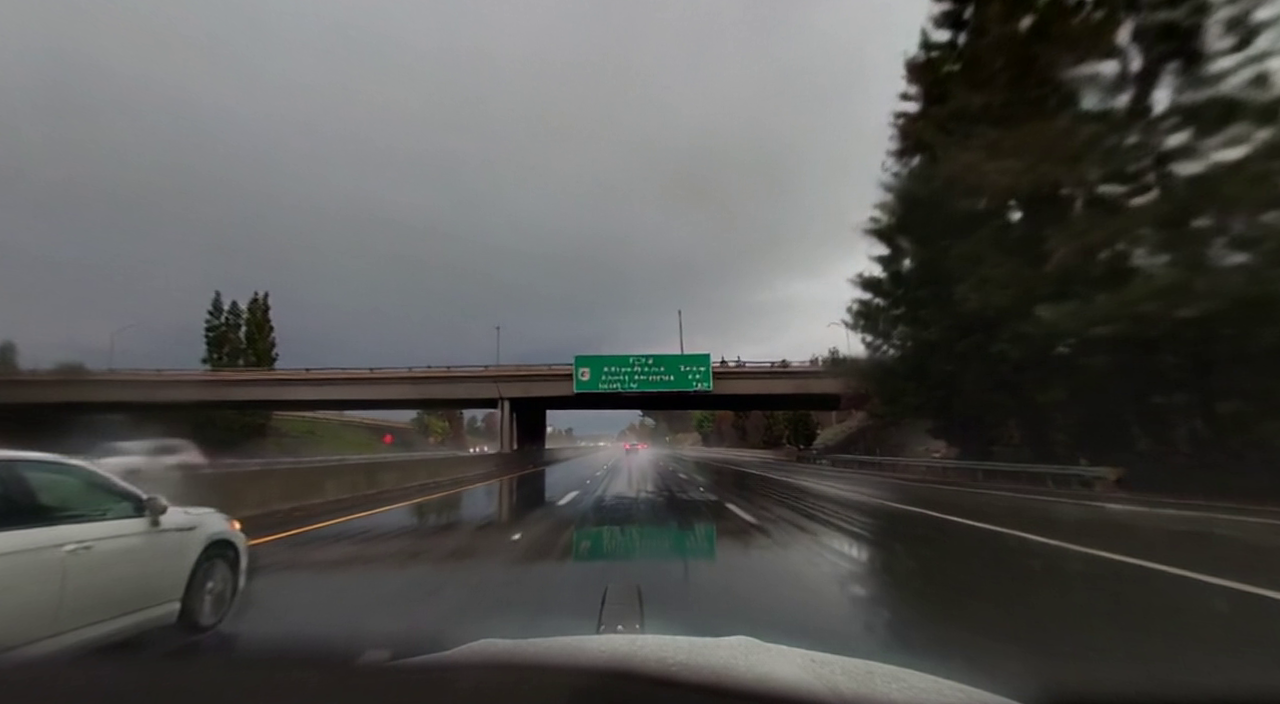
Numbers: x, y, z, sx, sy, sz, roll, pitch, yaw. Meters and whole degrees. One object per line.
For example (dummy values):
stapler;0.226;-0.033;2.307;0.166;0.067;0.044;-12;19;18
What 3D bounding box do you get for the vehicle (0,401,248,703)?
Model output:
vehicle;-3.791;0.921;2.246;2.050;1.547;4.266;0;-9;0
